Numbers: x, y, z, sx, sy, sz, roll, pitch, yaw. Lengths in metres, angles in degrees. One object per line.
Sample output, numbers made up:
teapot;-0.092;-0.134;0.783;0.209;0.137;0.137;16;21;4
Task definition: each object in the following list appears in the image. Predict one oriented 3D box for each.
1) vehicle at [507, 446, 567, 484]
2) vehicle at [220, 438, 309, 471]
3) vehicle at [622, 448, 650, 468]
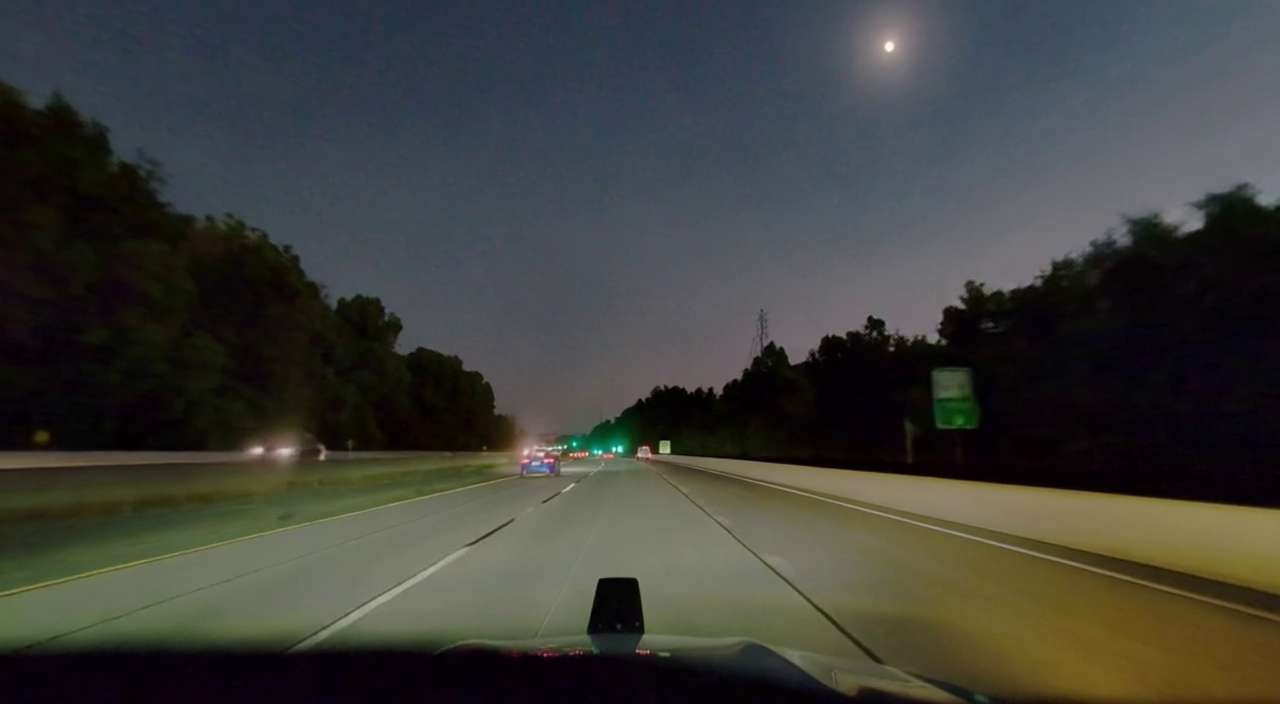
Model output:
vehicle;-4.464;4.962;28.085;1.957;1.499;4.965;0;-9;-1
vehicle;-18.248;5.005;30.877;1.836;1.491;4.176;0;-9;-1
vehicle;-0.325;7.989;47.733;2.031;1.483;3.417;0;-9;-2
